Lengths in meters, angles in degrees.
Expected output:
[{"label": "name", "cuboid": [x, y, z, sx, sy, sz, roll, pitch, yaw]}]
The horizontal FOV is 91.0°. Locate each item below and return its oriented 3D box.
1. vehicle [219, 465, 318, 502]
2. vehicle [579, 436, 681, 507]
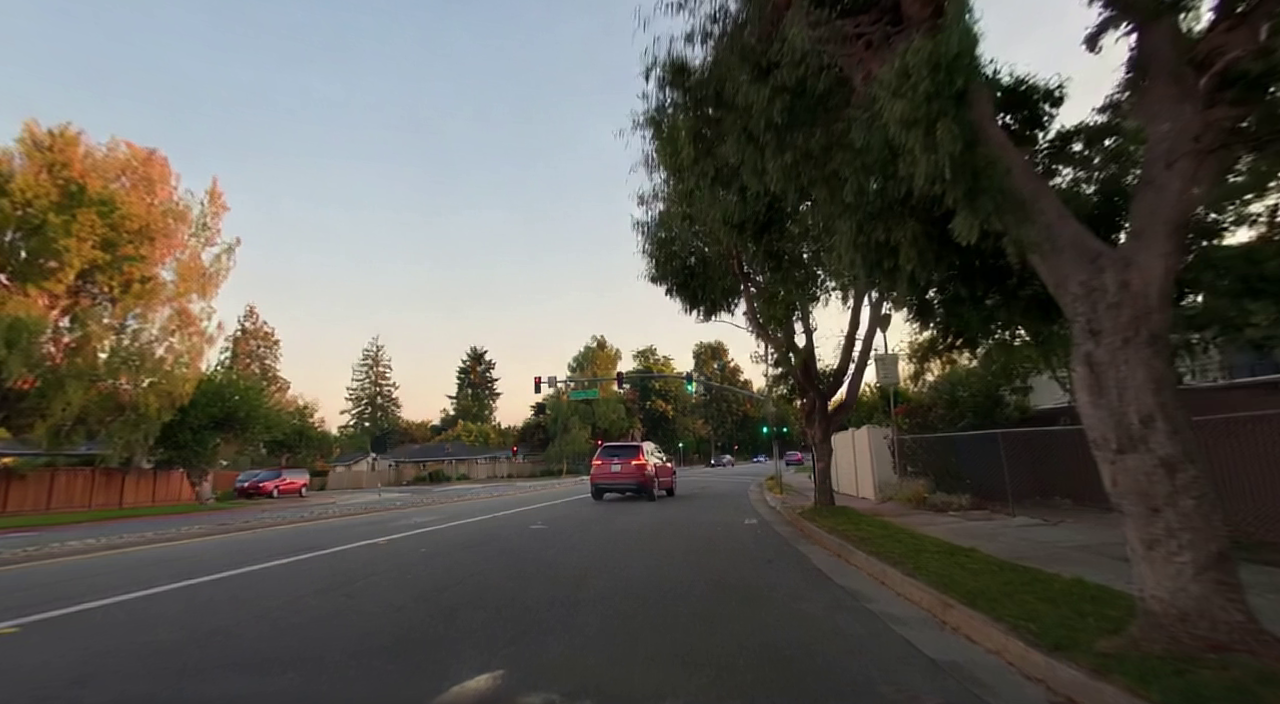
[{"label": "vehicle", "cuboid": [-22.409, 7.923, 38.312, 2.332, 1.896, 5.688, -1, -9, 3]}, {"label": "vehicle", "cuboid": [-0.156, 3.633, 19.695, 2.059, 1.908, 4.714, -2, -9, 13]}]
